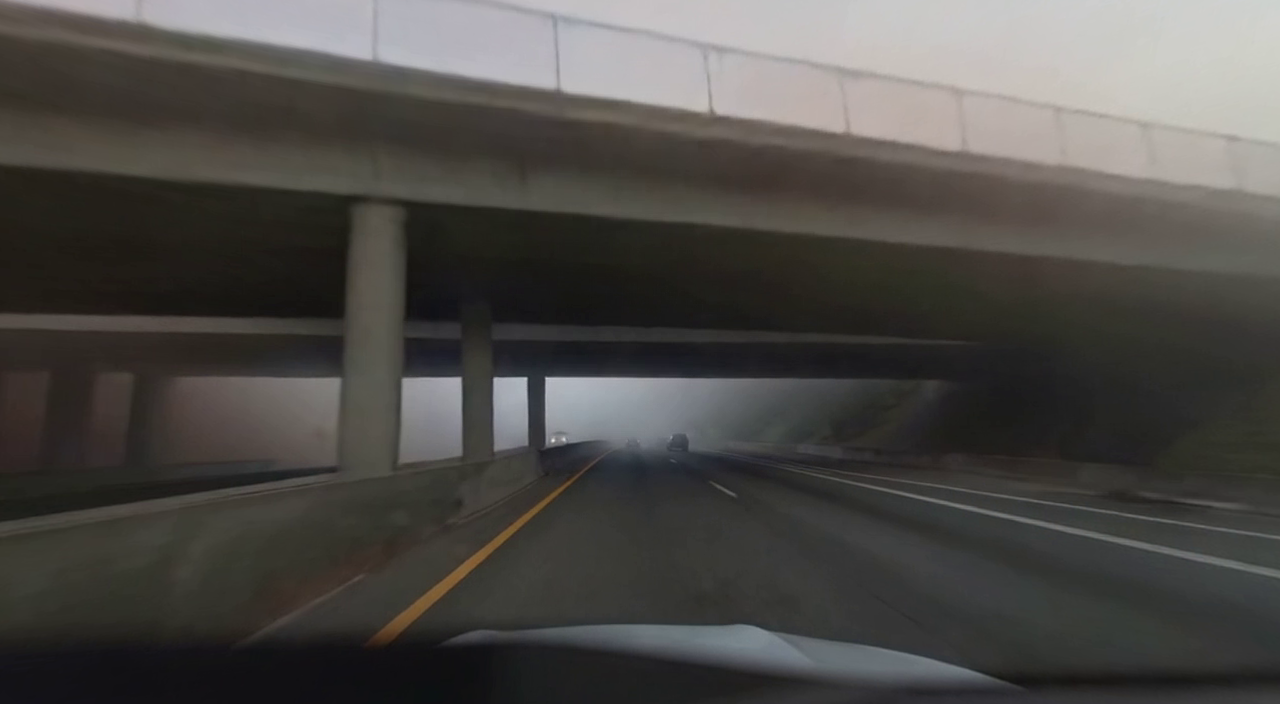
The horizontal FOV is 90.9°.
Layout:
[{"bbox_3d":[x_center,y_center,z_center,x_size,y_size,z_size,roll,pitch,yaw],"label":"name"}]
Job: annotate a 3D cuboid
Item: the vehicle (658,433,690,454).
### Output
[{"bbox_3d":[2.428,6.679,46.171,1.981,1.490,3.449,0,-8,-3],"label":"vehicle"}]
